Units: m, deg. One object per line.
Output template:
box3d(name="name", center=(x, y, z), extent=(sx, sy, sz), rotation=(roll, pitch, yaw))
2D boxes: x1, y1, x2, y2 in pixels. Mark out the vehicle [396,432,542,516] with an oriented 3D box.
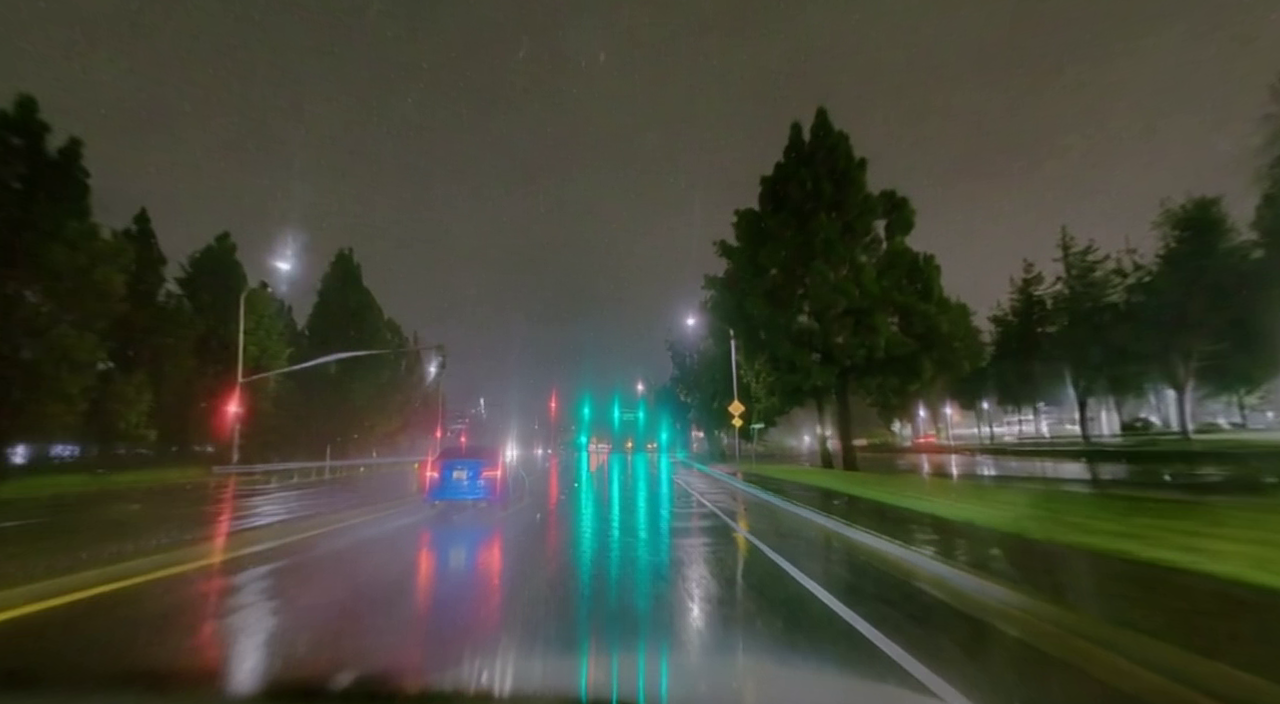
box3d(name="vehicle", center=(-3.352, 2.472, 13.307), extent=(1.964, 1.472, 4.078), rotation=(0, -8, -1))
